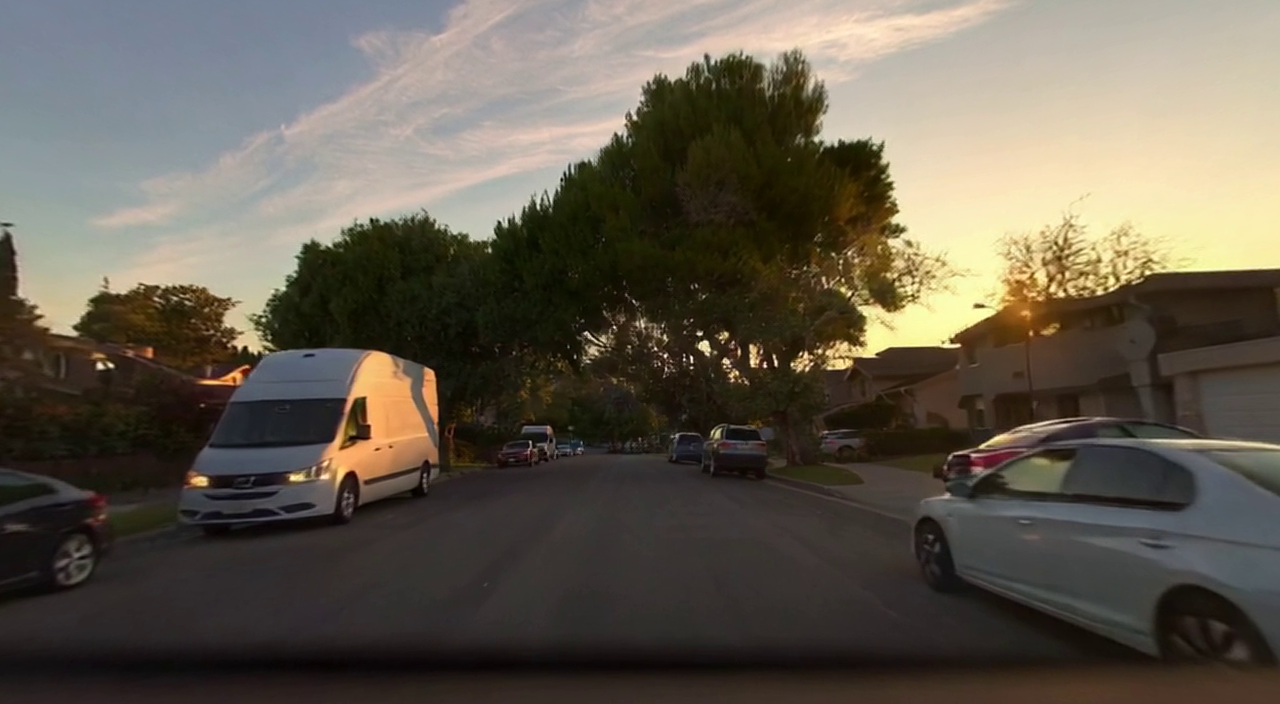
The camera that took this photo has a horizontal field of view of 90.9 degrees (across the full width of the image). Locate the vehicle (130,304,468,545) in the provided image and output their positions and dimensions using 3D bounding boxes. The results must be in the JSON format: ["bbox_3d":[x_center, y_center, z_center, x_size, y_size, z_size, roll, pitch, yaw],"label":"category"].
[{"bbox_3d":[-6.231,1.586,13.598,2.896,3.648,8.004,0,-8,-1],"label":"vehicle"}]

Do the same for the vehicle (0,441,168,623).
[{"bbox_3d":[-6.216,1.468,4.986,1.921,1.470,4.068,0,-8,-3],"label":"vehicle"}]

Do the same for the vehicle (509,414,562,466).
[{"bbox_3d":[-6.069,5.177,36.954,2.408,2.782,3.837,-2,-8,0],"label":"vehicle"}]

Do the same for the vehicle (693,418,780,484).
[{"bbox_3d":[2.935,3.110,20.258,1.965,1.855,4.677,0,-8,-1],"label":"vehicle"}]

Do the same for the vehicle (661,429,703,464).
[{"bbox_3d":[2.250,5.221,35.087,1.918,1.815,4.400,0,-8,-2],"label":"vehicle"}]

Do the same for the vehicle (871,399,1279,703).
[{"bbox_3d":[3.375,1.184,4.361,1.818,1.473,4.862,0,-8,2],"label":"vehicle"}]
